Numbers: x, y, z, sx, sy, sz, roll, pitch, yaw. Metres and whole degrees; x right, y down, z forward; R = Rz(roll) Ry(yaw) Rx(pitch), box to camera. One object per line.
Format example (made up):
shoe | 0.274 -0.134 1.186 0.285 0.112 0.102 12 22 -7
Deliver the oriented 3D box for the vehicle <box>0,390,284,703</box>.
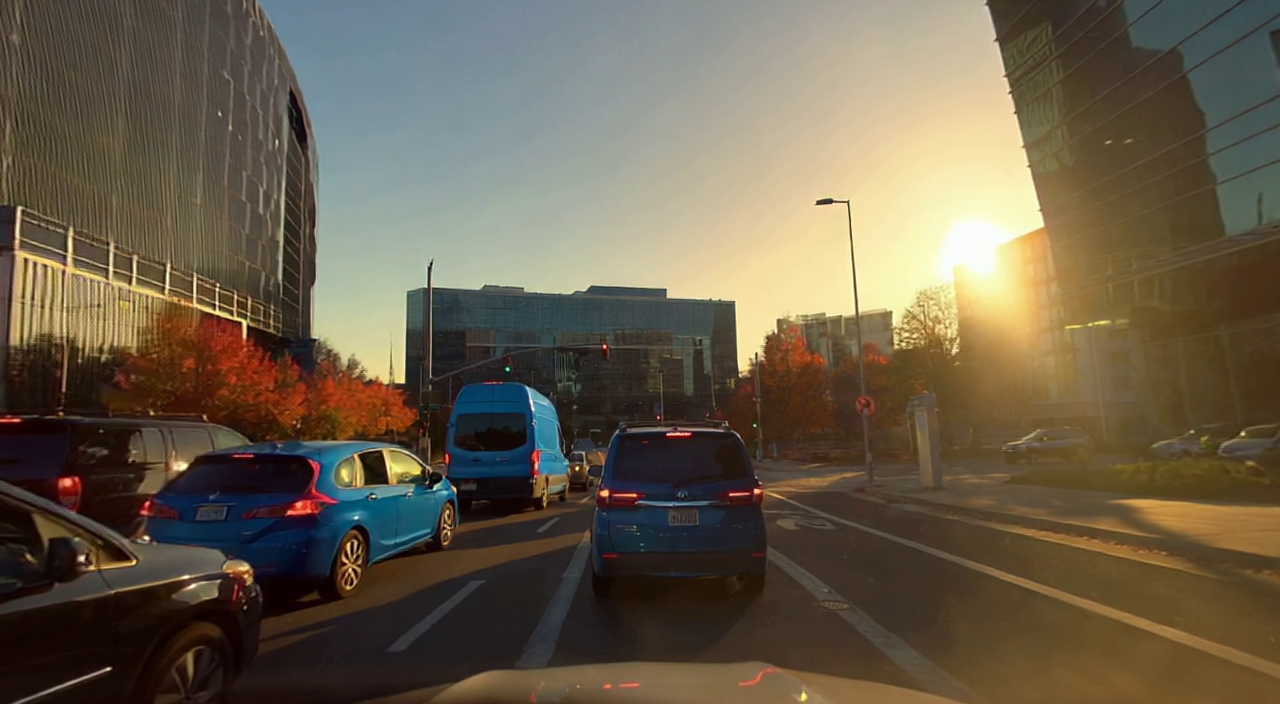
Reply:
vehicle | -2.901 0.812 1.510 1.893 1.491 3.798 0 -9 -1

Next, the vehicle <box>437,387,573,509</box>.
vehicle | -3.255 2.538 16.598 2.343 2.635 5.684 0 -9 0

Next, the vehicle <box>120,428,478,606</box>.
vehicle | -3.486 1.754 7.568 1.955 1.499 4.223 0 -9 0

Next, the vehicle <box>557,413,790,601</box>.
vehicle | 0.198 1.597 7.214 1.979 1.562 3.630 0 -9 -3
